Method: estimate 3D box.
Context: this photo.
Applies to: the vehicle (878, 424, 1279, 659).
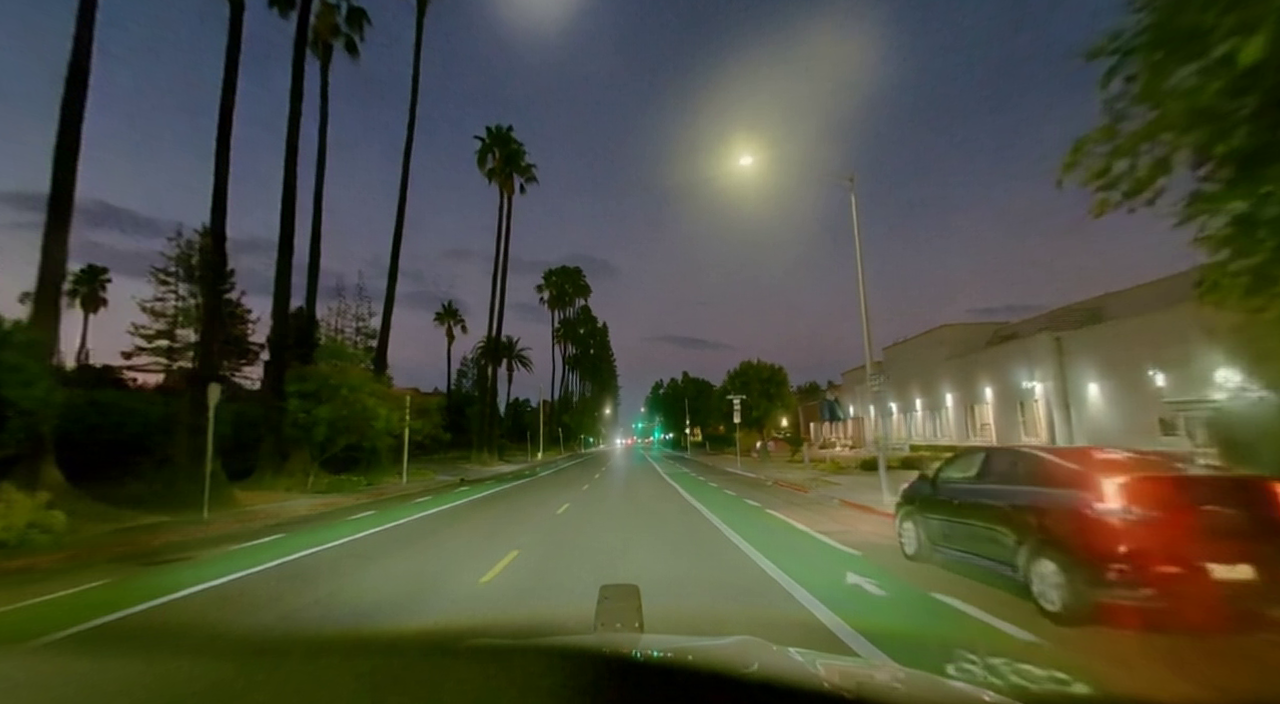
[{"bbox_3d":[4.476,1.689,6.804,1.997,1.640,4.494,0,-9,-1],"label":"vehicle"}]
